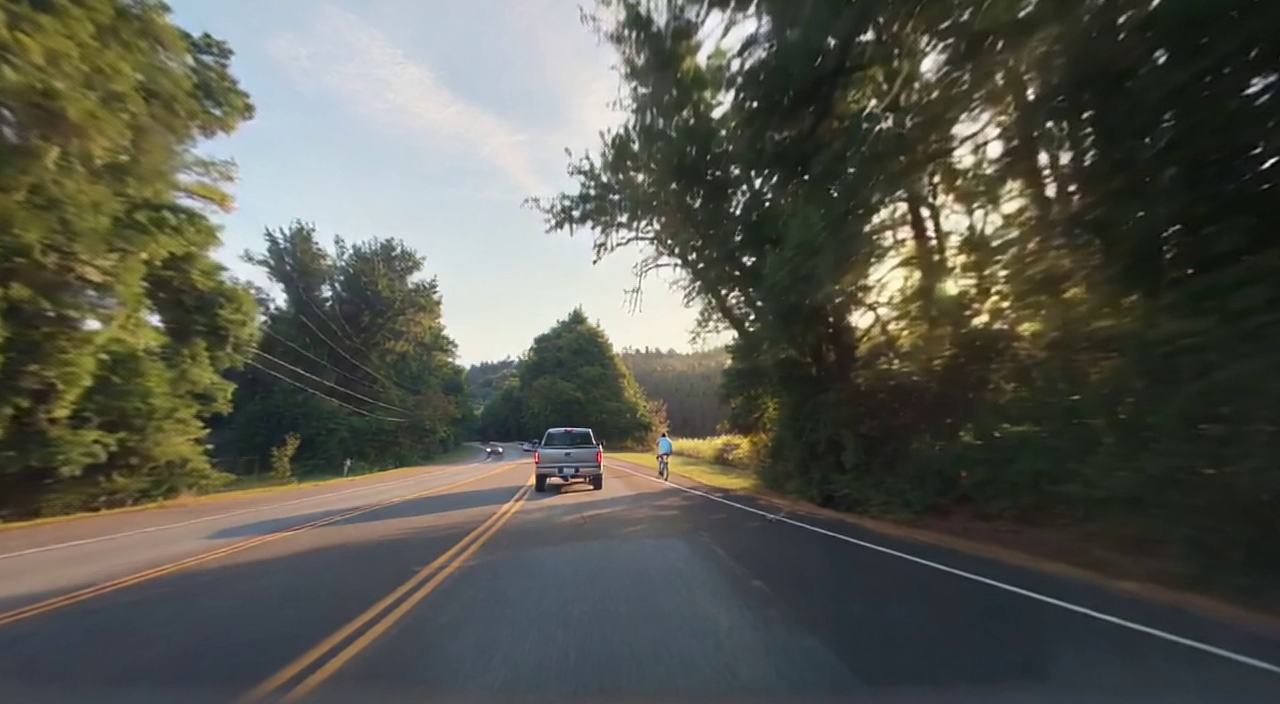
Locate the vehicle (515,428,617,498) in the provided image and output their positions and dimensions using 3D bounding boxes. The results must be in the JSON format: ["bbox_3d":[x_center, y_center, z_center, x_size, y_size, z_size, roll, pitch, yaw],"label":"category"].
[{"bbox_3d":[-2.117,3.282,19.162,2.631,1.798,5.331,0,-8,-4],"label":"vehicle"}]
